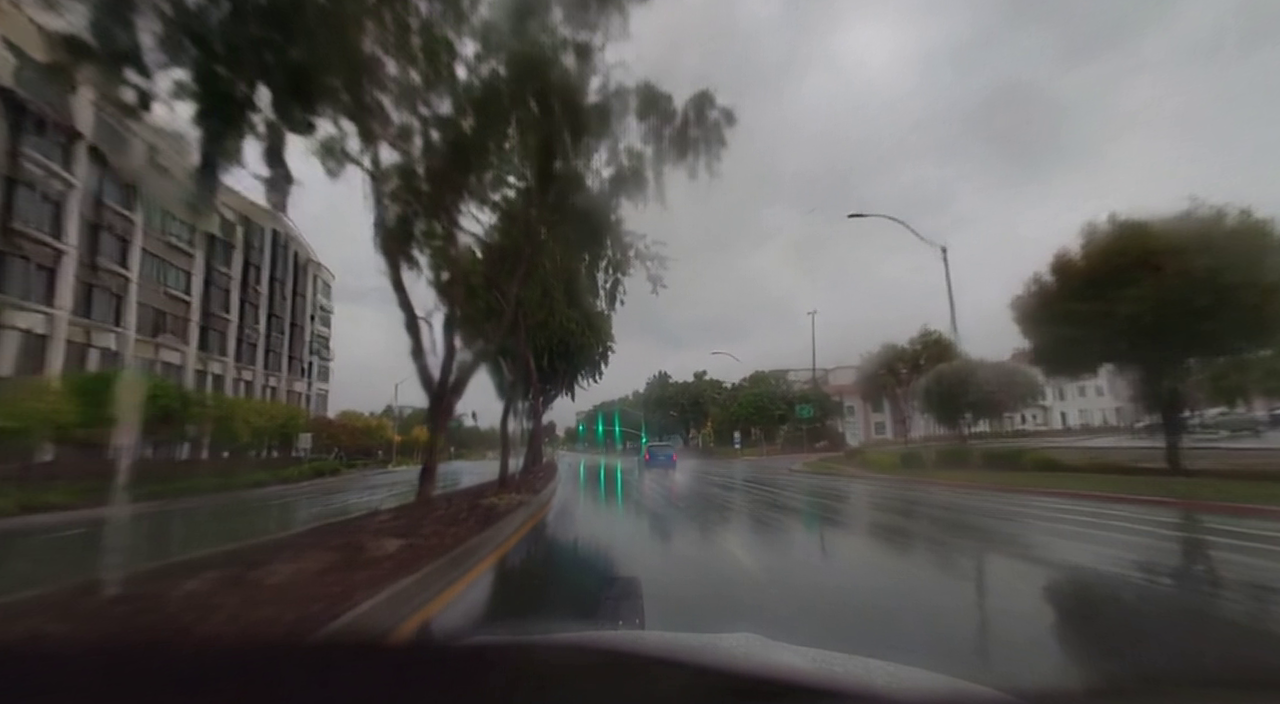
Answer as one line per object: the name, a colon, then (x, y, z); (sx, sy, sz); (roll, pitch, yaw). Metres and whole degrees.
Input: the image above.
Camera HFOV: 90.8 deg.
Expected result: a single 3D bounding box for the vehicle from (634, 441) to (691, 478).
vehicle: (0.991, 5.180, 30.784); (2.165, 1.633, 4.381); (0, -9, -6)
